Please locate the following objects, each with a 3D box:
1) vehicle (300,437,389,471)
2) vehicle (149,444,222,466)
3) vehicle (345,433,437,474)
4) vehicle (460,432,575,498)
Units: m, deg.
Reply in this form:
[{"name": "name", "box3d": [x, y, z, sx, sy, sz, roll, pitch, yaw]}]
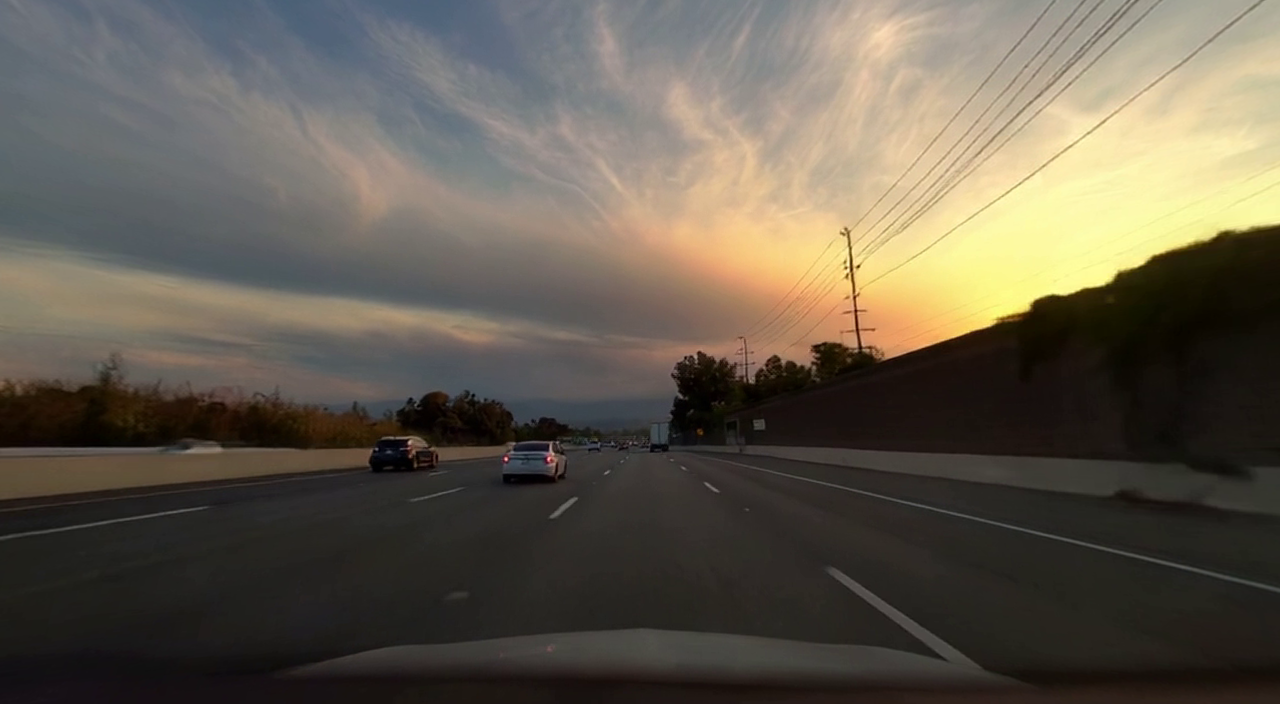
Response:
[{"name": "vehicle", "box3d": [-14.493, 5.017, 31.195, 2.039, 1.516, 4.780, 0, -9, 1]}, {"name": "vehicle", "box3d": [-34.685, 7.844, 48.241, 1.965, 1.586, 4.705, 0, -9, 2]}, {"name": "vehicle", "box3d": [-10.782, 4.437, 27.706, 2.058, 1.621, 4.739, 0, -9, 1]}, {"name": "vehicle", "box3d": [-3.126, 3.029, 17.283, 2.045, 1.532, 4.954, 0, -9, 2]}]
